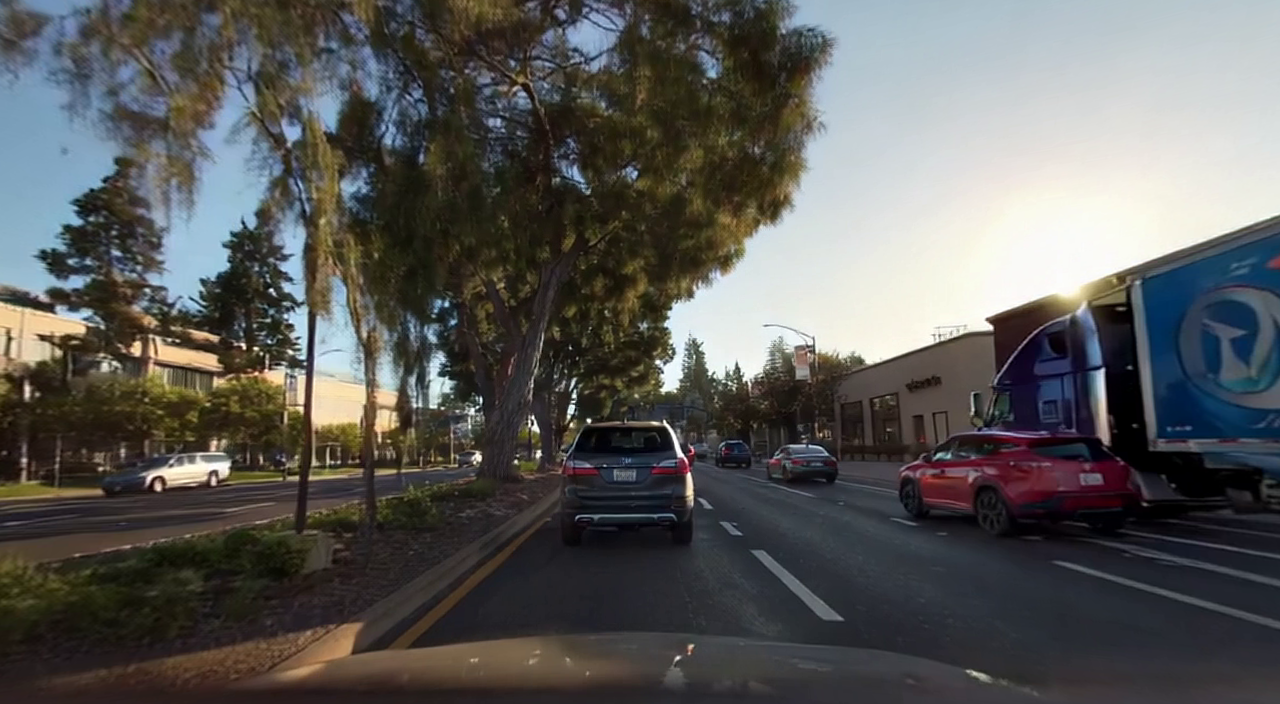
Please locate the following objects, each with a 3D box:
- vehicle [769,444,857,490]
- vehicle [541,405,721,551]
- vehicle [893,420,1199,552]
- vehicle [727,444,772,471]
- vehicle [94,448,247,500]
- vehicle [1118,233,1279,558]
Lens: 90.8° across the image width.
[{"bbox_3d":[6.401,4.270,23.922,2.035,1.553,4.465,0,-9,0],"label":"vehicle"},{"bbox_3d":[-0.140,1.943,10.352,2.320,1.880,4.192,0,-9,-1],"label":"vehicle"},{"bbox_3d":[6.188,2.073,10.492,2.056,1.703,4.428,0,-9,-1],"label":"vehicle"},{"bbox_3d":[6.552,6.336,38.170,1.914,1.523,4.287,0,-9,-1],"label":"vehicle"},{"bbox_3d":[-19.304,4.982,26.404,2.302,1.939,5.221,0,-9,1],"label":"vehicle"},{"bbox_3d":[9.959,-0.327,2.383,2.879,4.284,17.334,0,-9,0],"label":"vehicle"}]
